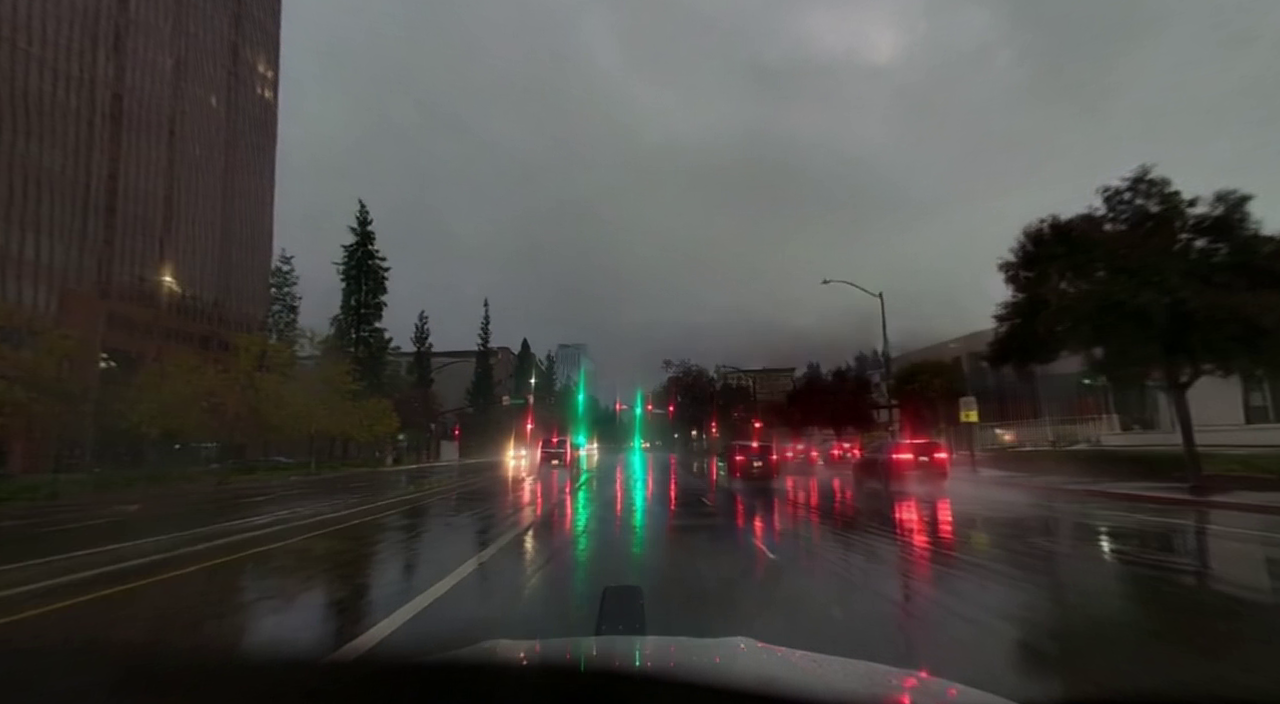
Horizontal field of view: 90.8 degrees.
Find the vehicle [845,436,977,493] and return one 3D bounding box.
[{"bbox_3d":[8.141,3.406,19.546,1.944,1.503,4.723,0,-8,0],"label":"vehicle"}]

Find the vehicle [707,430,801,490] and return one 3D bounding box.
[{"bbox_3d":[3.632,3.541,21.113,2.152,1.742,4.704,0,-8,-1],"label":"vehicle"}]

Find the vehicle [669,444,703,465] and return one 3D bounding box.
[{"bbox_3d":[3.359,7.613,47.027,2.054,1.473,4.511,0,-8,-2],"label":"vehicle"}]

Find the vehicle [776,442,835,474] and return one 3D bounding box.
[{"bbox_3d":[8.262,5.322,31.973,1.884,1.478,4.164,0,-8,1],"label":"vehicle"}]

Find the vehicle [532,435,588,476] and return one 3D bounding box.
[{"bbox_3d":[-3.770,4.947,30.463,2.155,1.797,3.989,-1,-8,1],"label":"vehicle"}]
